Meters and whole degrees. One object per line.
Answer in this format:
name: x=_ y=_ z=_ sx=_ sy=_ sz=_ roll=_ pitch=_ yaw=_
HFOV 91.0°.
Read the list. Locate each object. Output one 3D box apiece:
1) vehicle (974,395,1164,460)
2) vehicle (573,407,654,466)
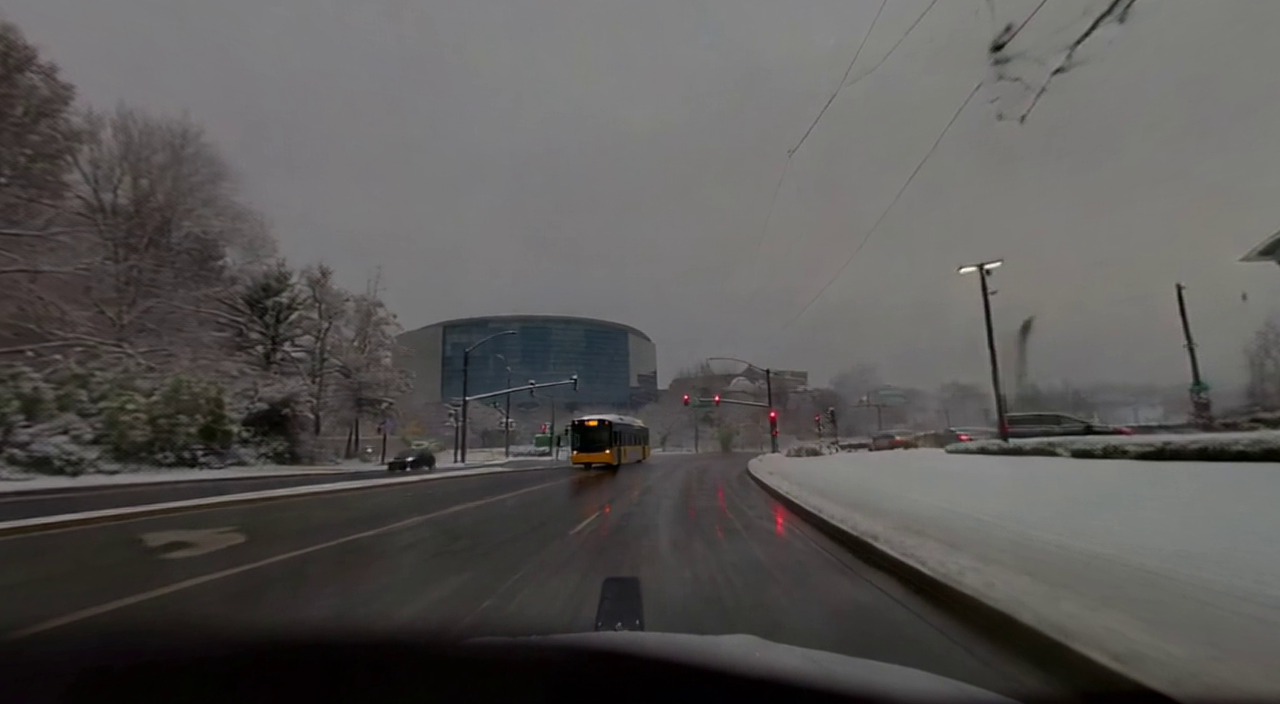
vehicle: x=14.475 y=2.644 z=21.588 sx=4.647 sy=1.951 sz=2.304 roll=-3 pitch=-9 yaw=6
vehicle: x=-1.542 y=6.560 z=48.023 sx=3.148 sy=3.729 sz=14.894 roll=-1 pitch=-9 yaw=9
